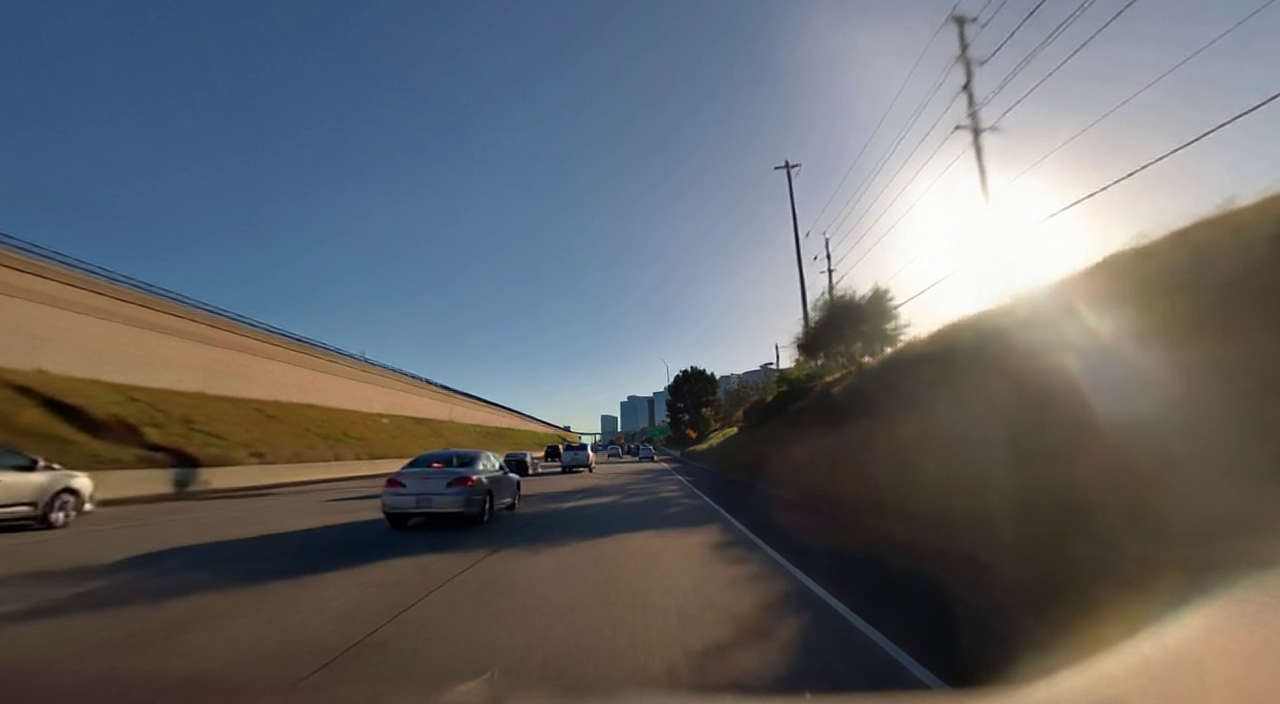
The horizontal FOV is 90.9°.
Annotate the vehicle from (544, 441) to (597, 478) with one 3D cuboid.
[{"bbox_3d":[-3.438,5.384,31.958,2.052,1.731,4.372,0,-8,2],"label":"vehicle"}]

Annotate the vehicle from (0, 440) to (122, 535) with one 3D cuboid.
[{"bbox_3d":[-11.188,2.132,9.833,1.978,1.498,4.940,0,-8,1],"label":"vehicle"}]

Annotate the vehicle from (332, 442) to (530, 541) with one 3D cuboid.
[{"bbox_3d":[-3.477,2.378,11.518,2.056,1.449,4.330,0,-8,1],"label":"vehicle"}]
